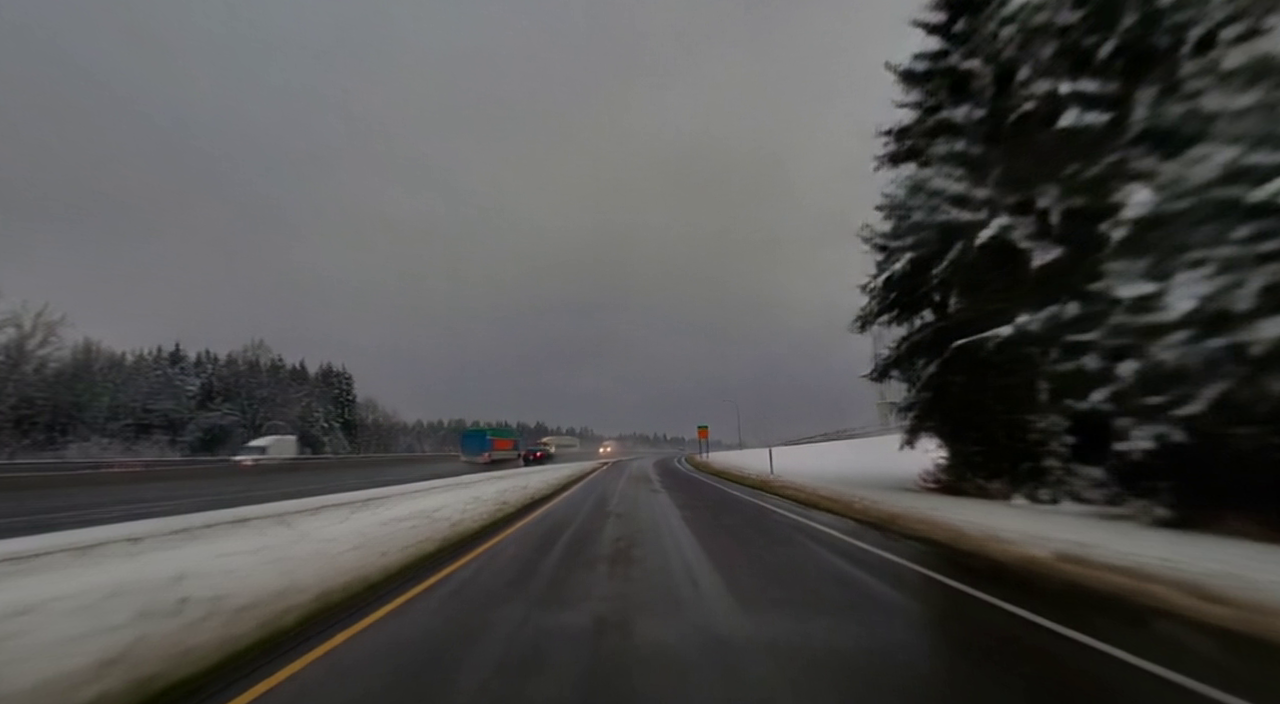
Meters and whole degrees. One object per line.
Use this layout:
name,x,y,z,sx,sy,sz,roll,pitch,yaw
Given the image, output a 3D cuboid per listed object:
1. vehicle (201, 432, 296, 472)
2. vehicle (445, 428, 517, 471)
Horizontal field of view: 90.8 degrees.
vehicle,-29.291,7.510,47.586,2.684,2.789,5.961,-2,-9,9
vehicle,-11.049,6.936,44.774,2.344,2.702,7.709,-1,-9,6
